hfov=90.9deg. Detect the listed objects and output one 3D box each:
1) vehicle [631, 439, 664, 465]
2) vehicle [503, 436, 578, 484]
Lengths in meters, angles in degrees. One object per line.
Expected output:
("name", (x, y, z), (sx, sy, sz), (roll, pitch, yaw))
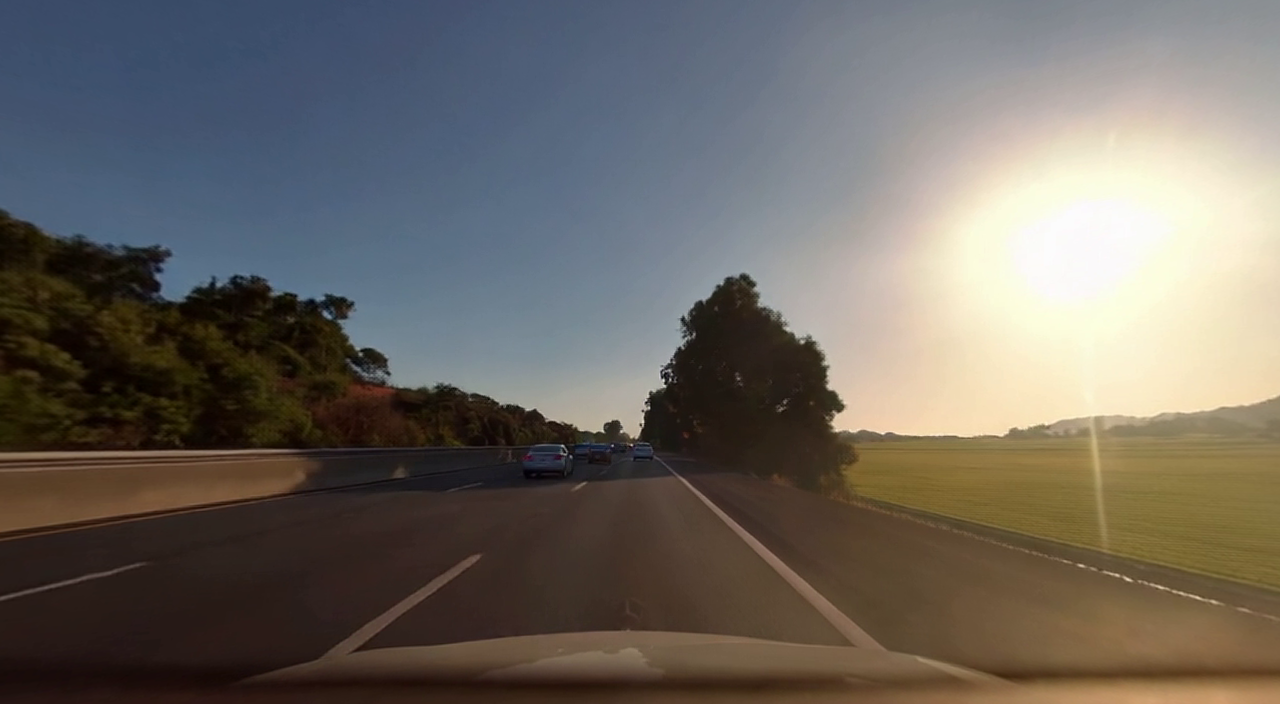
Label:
("vehicle", (0.511, 7.026, 44.405), (2.259, 1.697, 4.106), (0, -8, 0))
("vehicle", (-3.666, 4.066, 24.054), (2.028, 1.634, 4.441), (0, -8, 1))
